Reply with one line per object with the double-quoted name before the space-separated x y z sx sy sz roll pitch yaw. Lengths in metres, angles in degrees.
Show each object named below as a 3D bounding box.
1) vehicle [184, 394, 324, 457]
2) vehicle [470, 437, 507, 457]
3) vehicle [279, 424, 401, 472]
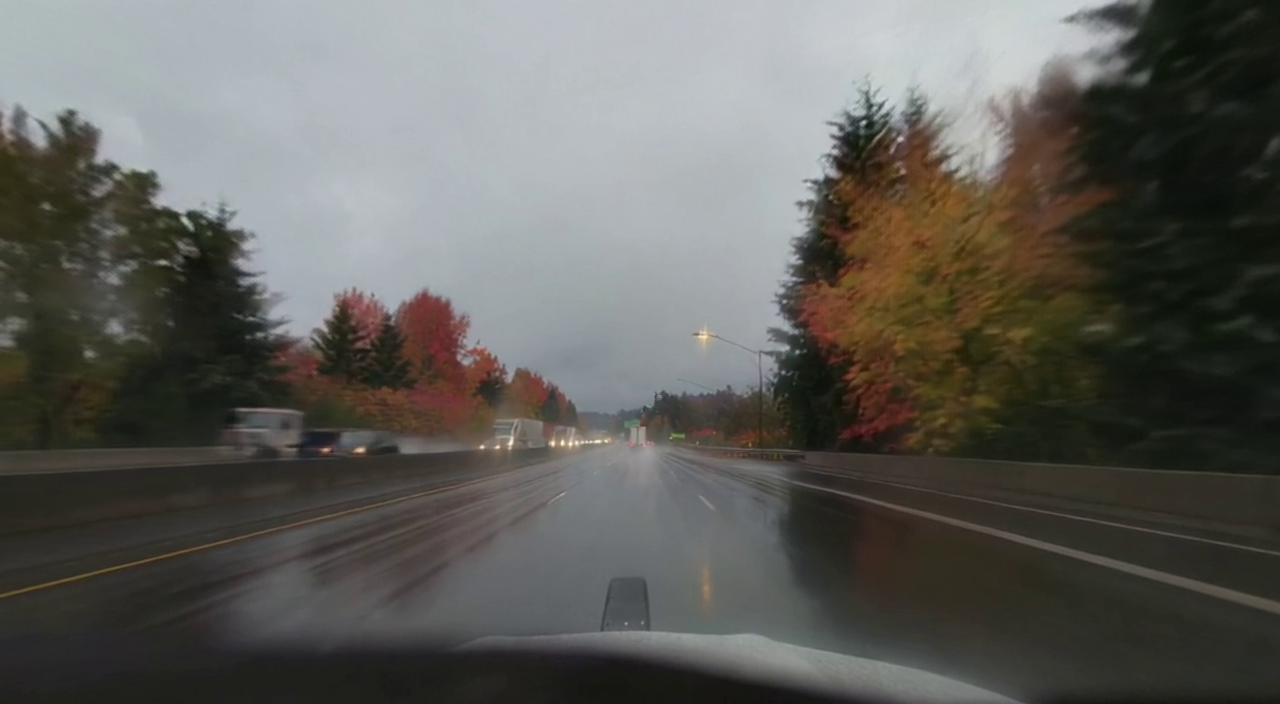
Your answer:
"vehicle" -15.351 3.040 25.500 2.181 2.282 5.340 0 -8 1
"vehicle" -11.958 7.515 49.989 1.925 1.490 4.372 0 -8 -1
"vehicle" -11.255 3.650 24.104 2.186 1.626 4.920 0 -8 1
